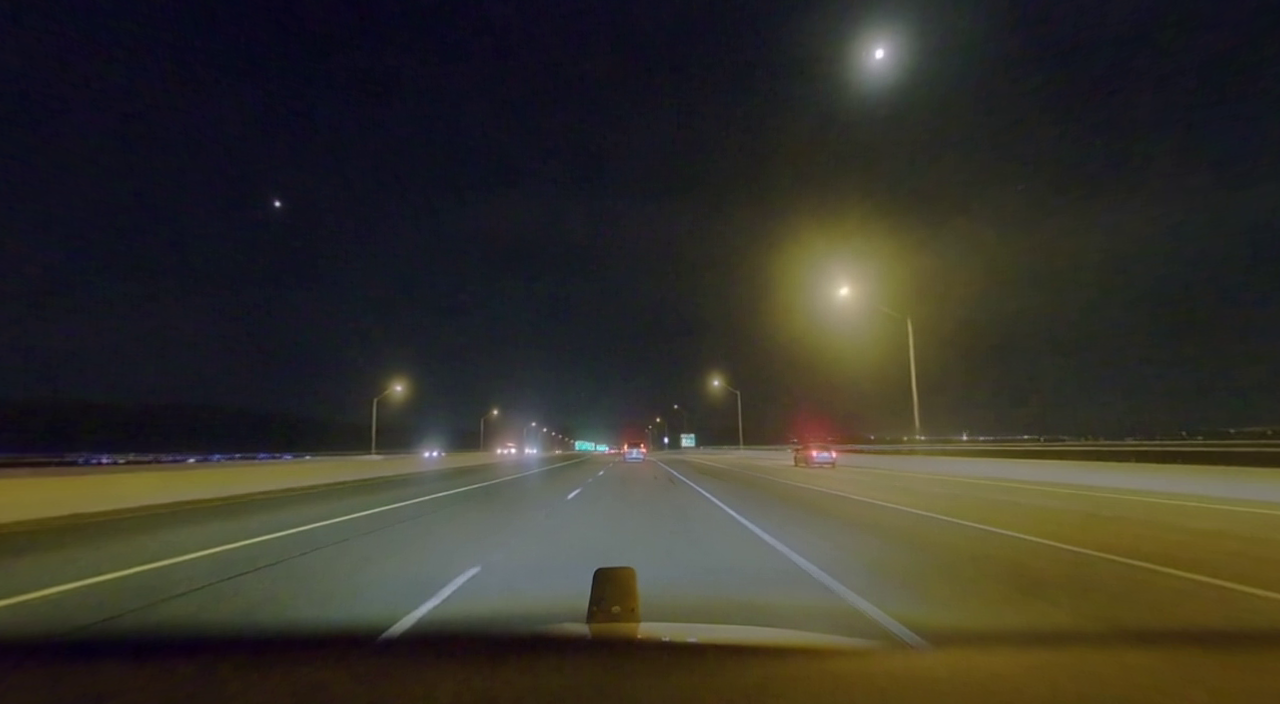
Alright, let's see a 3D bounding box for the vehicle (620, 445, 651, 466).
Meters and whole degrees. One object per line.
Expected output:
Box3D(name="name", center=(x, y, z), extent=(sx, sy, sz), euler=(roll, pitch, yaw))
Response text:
Box3D(name="vehicle", center=(-0.370, 7.541, 46.159), extent=(2.118, 1.466, 4.165), euler=(0, -9, -2))
